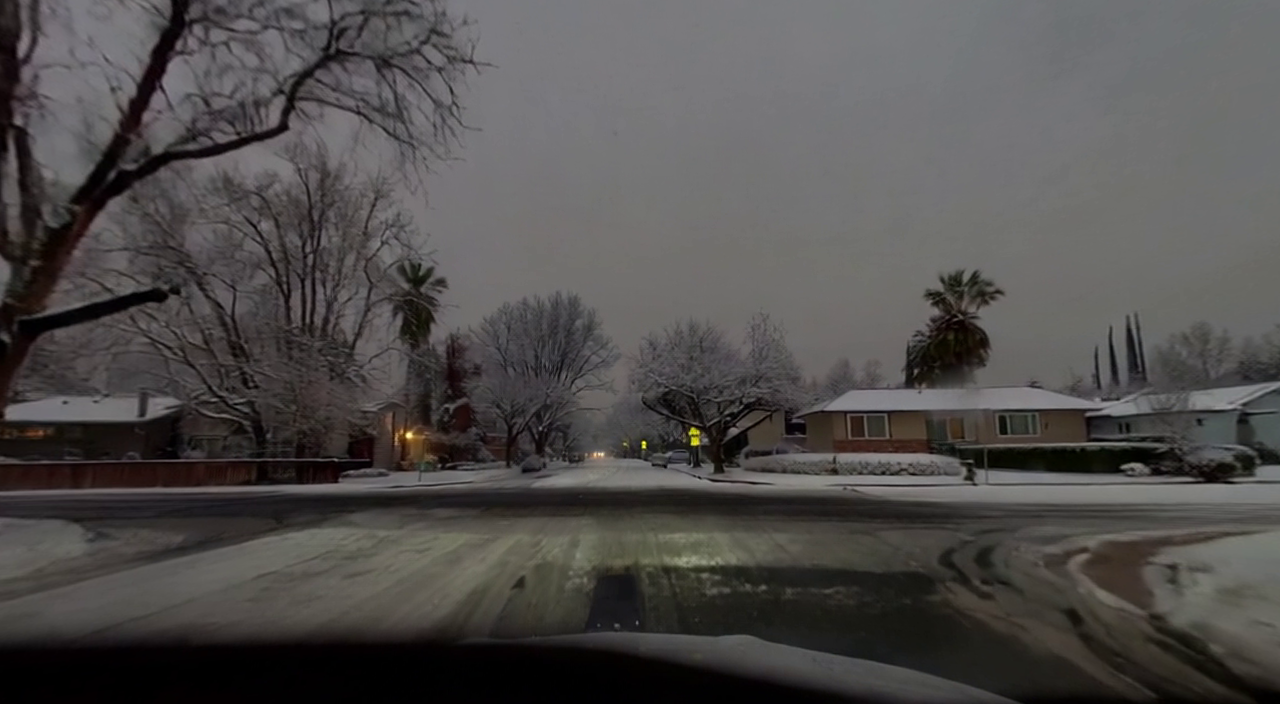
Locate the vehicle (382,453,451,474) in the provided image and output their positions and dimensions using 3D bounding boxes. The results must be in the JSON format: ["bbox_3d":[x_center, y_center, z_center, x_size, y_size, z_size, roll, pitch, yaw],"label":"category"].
[{"bbox_3d":[-16.452,8.227,46.671,4.358,1.516,2.077,1,-9,-4],"label":"vehicle"}]
